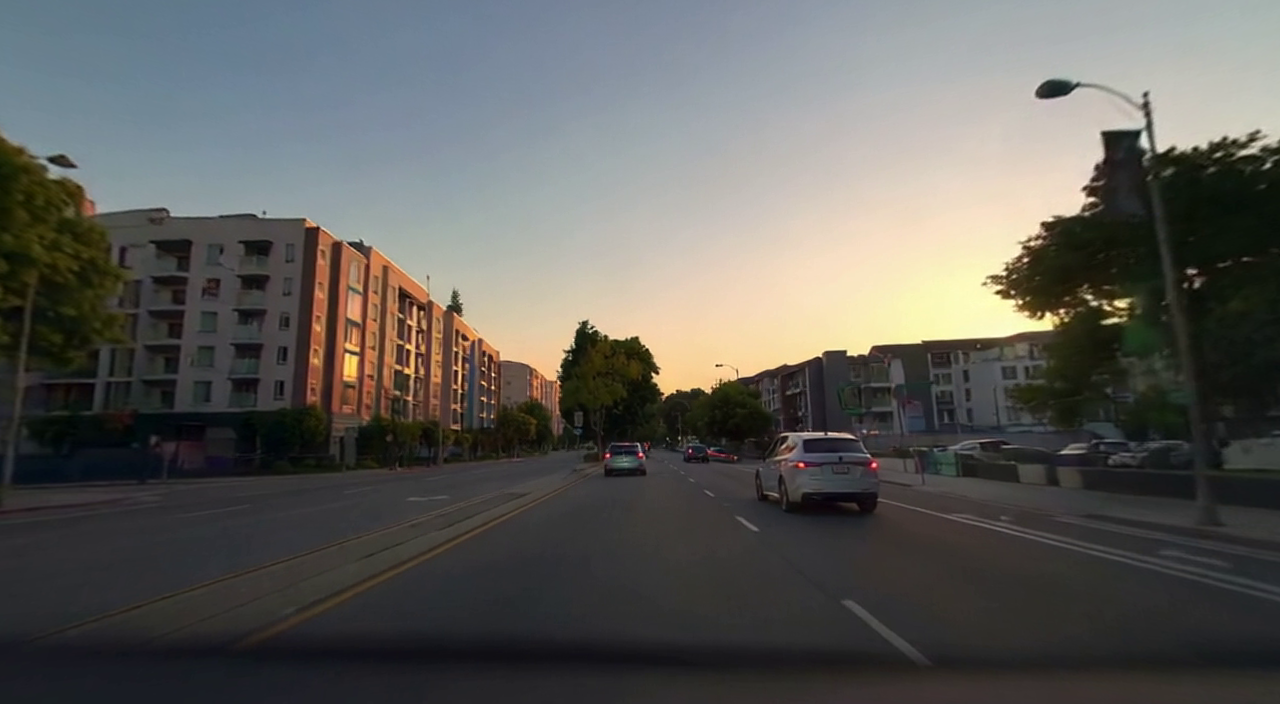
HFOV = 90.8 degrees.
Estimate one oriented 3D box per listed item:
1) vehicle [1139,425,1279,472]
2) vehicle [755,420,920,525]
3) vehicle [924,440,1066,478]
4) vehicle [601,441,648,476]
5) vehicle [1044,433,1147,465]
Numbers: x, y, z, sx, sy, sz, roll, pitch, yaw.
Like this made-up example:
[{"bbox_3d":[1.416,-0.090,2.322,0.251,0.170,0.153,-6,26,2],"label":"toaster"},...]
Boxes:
[{"bbox_3d":[25.723,4.262,28.015,5.429,1.787,2.125,-2,-9,-4],"label":"vehicle"},{"bbox_3d":[3.635,2.298,12.507,1.949,1.723,4.020,0,-8,0],"label":"vehicle"},{"bbox_3d":[14.566,4.402,26.101,4.607,1.466,2.053,0,-9,-3],"label":"vehicle"},{"bbox_3d":[-0.630,4.839,28.931,2.006,1.487,3.535,0,-8,1],"label":"vehicle"},{"bbox_3d":[26.275,5.619,36.535,4.330,1.748,1.961,0,-8,1],"label":"vehicle"}]
